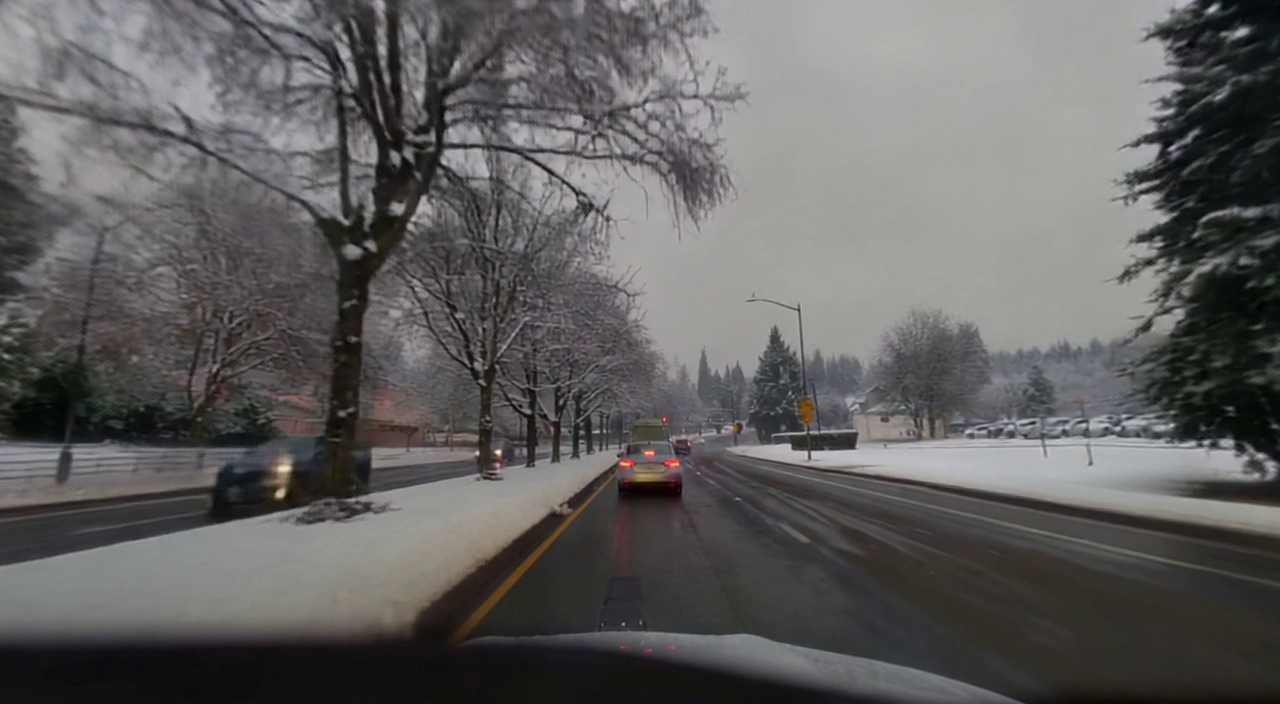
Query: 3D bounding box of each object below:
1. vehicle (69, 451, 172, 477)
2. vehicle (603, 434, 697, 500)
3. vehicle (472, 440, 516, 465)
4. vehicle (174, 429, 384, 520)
[{"bbox_3d":[-30.515,6.589,37.152,4.356,1.444,1.819,0,-8,-1],"label":"vehicle"},{"bbox_3d":[0.187,2.880,16.190,2.093,1.442,3.977,0,-8,-1],"label":"vehicle"},{"bbox_3d":[-11.117,7.658,48.231,2.066,1.753,4.559,-1,-8,3],"label":"vehicle"},{"bbox_3d":[-8.180,2.794,15.033,2.131,1.778,4.912,0,-8,-1],"label":"vehicle"}]
